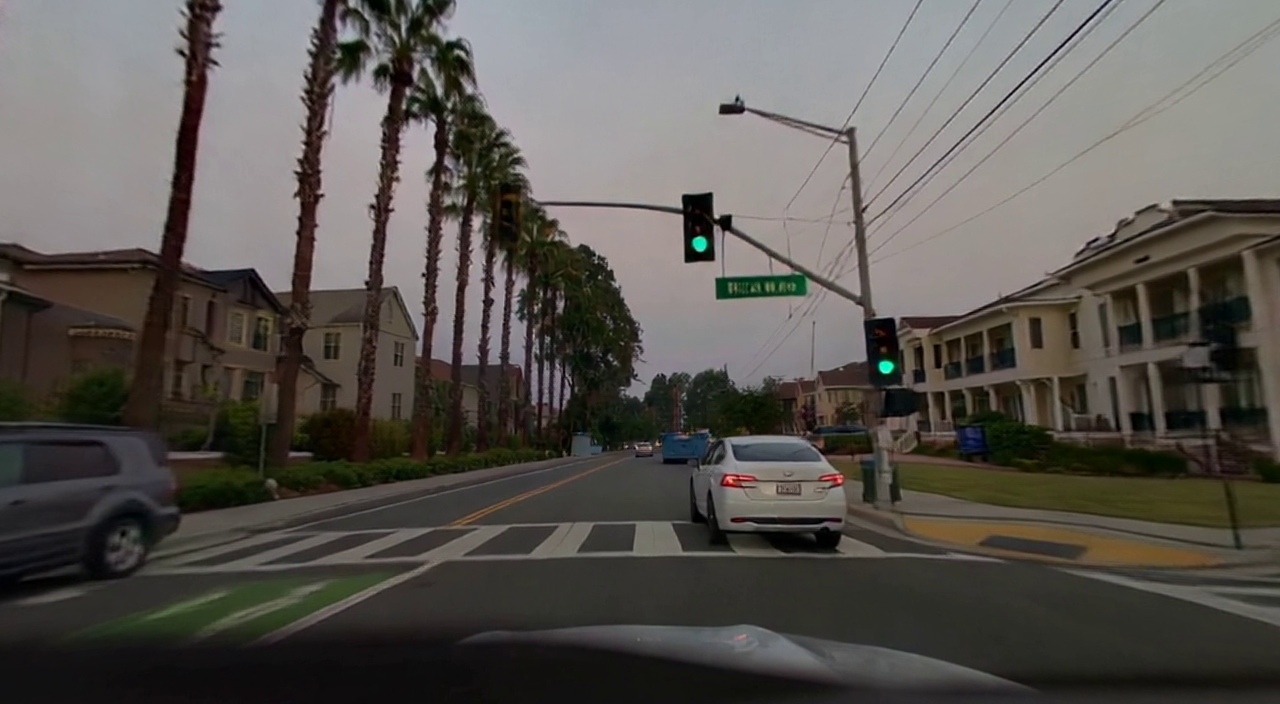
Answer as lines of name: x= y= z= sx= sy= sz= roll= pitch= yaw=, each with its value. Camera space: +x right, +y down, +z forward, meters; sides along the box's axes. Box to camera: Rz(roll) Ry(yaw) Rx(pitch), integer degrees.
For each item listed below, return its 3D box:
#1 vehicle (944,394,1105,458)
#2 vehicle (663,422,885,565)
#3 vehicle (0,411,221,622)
vehicle: x=17.671 y=3.436 z=29.269 sx=5.880 sy=2.540 sz=2.003 roll=-3 pitch=-6 yaw=2
vehicle: x=1.555 y=1.899 z=9.263 sx=2.096 sy=1.552 sz=4.519 roll=0 pitch=-9 yaw=-2
vehicle: x=-6.594 y=1.522 z=5.967 sx=2.069 sy=1.820 sz=4.388 roll=-3 pitch=-6 yaw=5
